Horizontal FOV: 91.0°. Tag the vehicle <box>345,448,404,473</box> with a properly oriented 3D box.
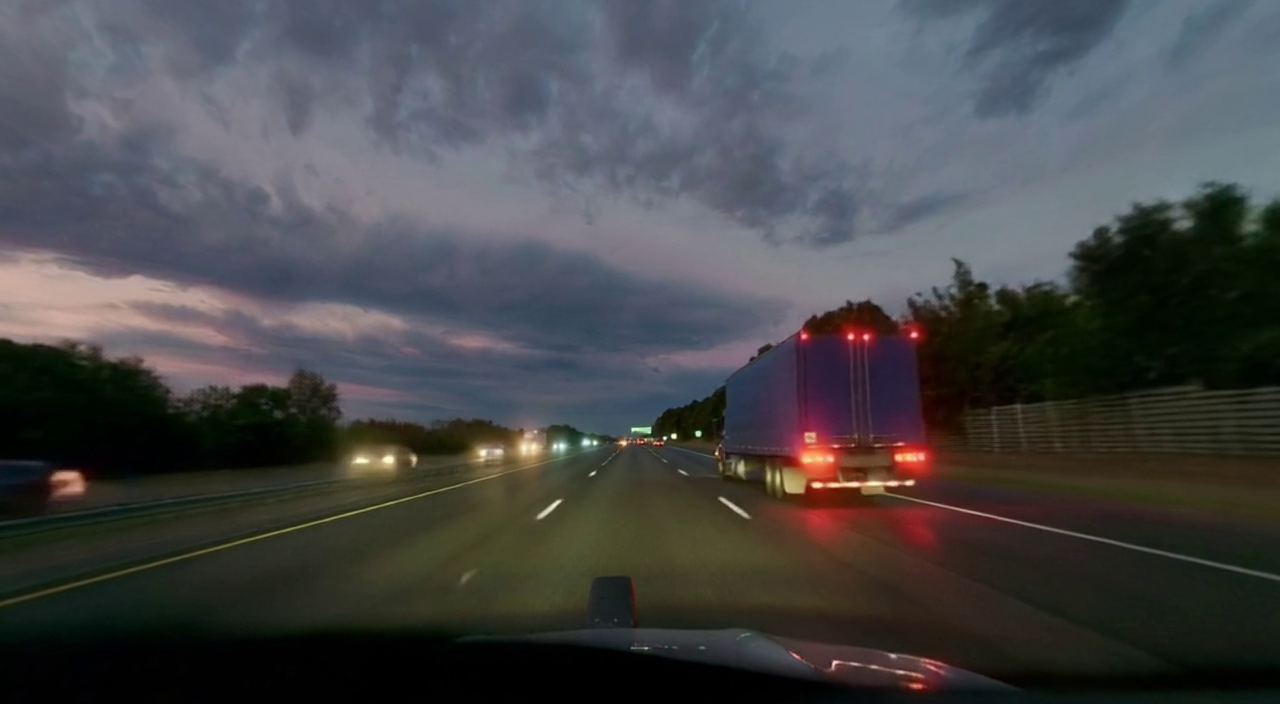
[{"bbox_3d":[-16.849,6.878,40.122,1.823,1.460,4.504,0,-8,-1],"label":"vehicle"}]

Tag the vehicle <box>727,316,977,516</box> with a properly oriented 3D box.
[{"bbox_3d":[4.097,1.585,14.522,2.766,3.349,7.796,0,-8,-2],"label":"vehicle"}]
